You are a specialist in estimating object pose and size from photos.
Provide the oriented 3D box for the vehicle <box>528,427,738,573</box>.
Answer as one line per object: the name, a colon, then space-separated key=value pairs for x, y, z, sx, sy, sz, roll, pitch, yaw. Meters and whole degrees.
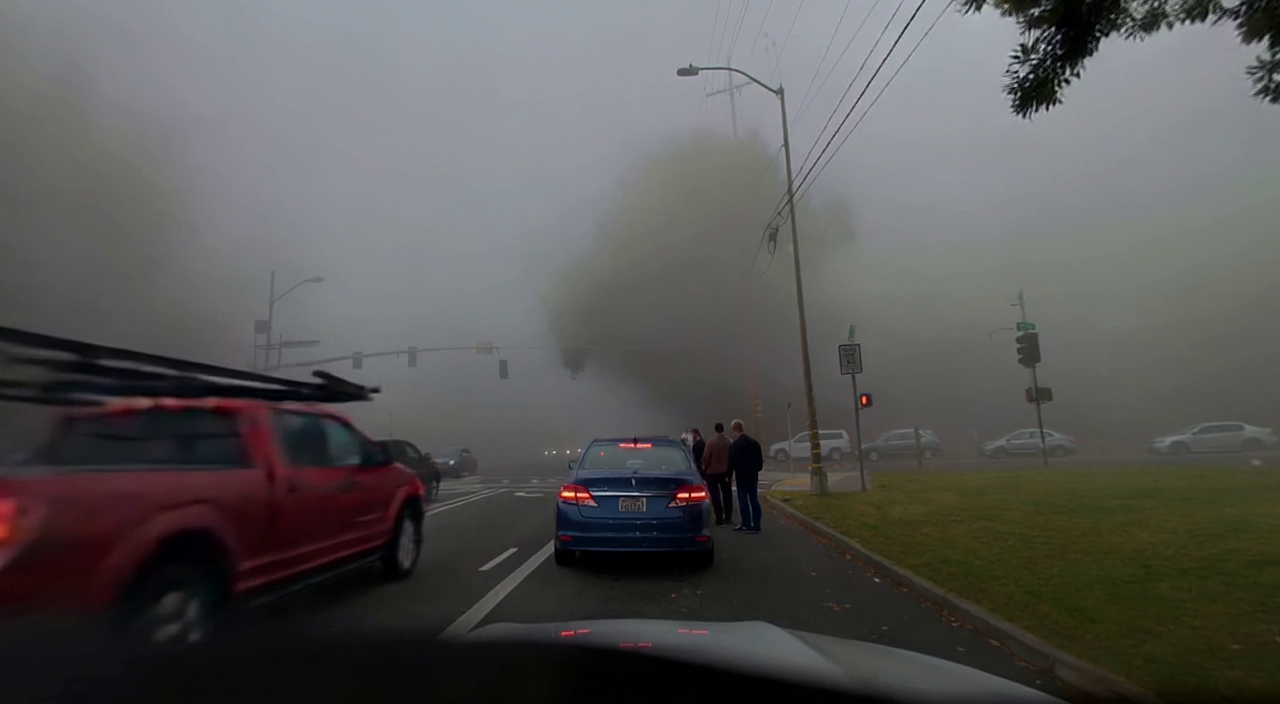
vehicle: x=-0.055 y=1.863 z=8.681 sx=2.182 sy=1.501 sz=4.150 roll=0 pitch=-9 yaw=1

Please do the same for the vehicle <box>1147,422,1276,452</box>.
vehicle: x=30.545 y=4.601 z=33.789 sx=4.739 sy=1.472 sz=1.804 roll=-5 pitch=-10 yaw=29

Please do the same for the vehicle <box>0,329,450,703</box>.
vehicle: x=-3.492 y=1.183 z=4.815 sx=2.273 sy=1.788 sz=5.258 roll=0 pitch=-9 yaw=2

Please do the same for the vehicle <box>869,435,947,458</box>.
vehicle: x=17.544 y=6.201 z=41.114 sx=4.441 sy=1.452 sz=1.798 roll=-5 pitch=-10 yaw=30

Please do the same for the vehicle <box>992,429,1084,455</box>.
vehicle: x=23.818 y=5.436 z=37.746 sx=4.454 sy=1.440 sz=1.816 roll=-5 pitch=-10 yaw=30
